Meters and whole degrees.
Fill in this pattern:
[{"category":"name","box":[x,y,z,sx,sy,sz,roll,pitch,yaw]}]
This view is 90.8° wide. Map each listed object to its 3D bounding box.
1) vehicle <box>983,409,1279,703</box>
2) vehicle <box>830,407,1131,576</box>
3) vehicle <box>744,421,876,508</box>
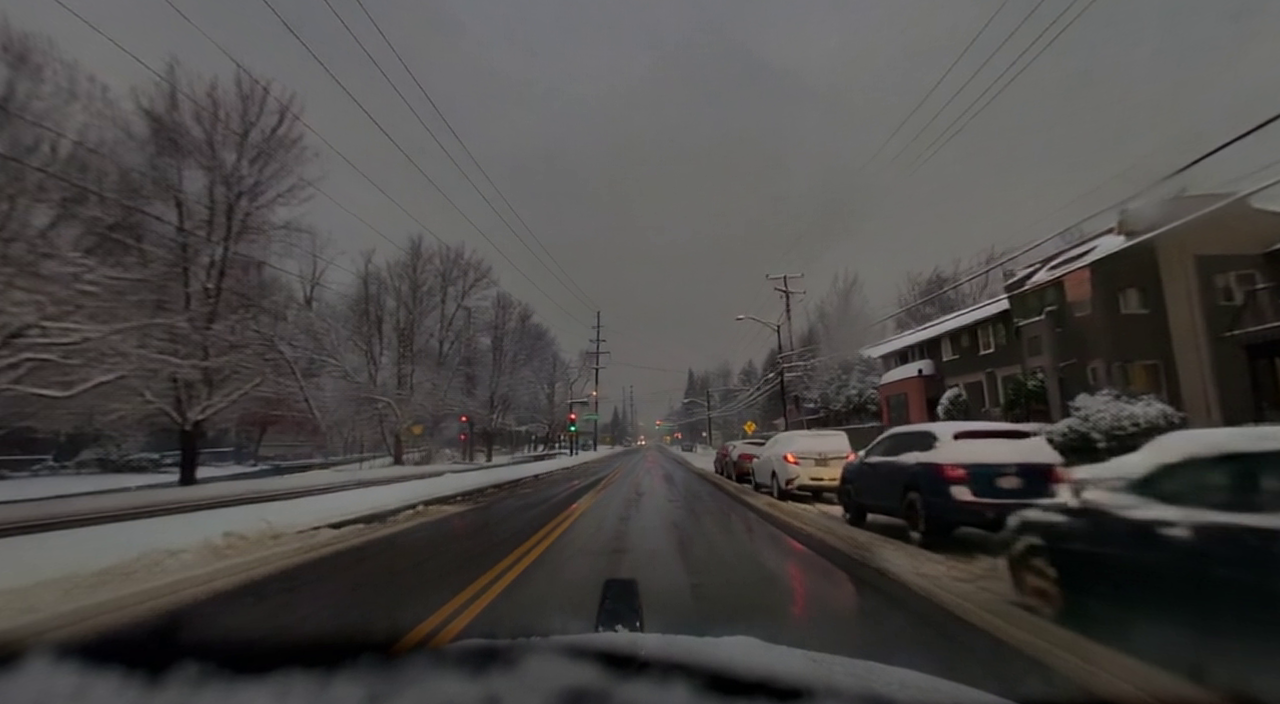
[{"category":"vehicle","box":[3.905,1.036,3.014,1.925,1.505,4.895,0,-8,2]},{"category":"vehicle","box":[4.295,1.818,8.993,1.936,1.778,4.378,0,-9,2]},{"category":"vehicle","box":[4.249,2.909,16.785,2.056,1.941,4.955,0,-8,-1]}]
